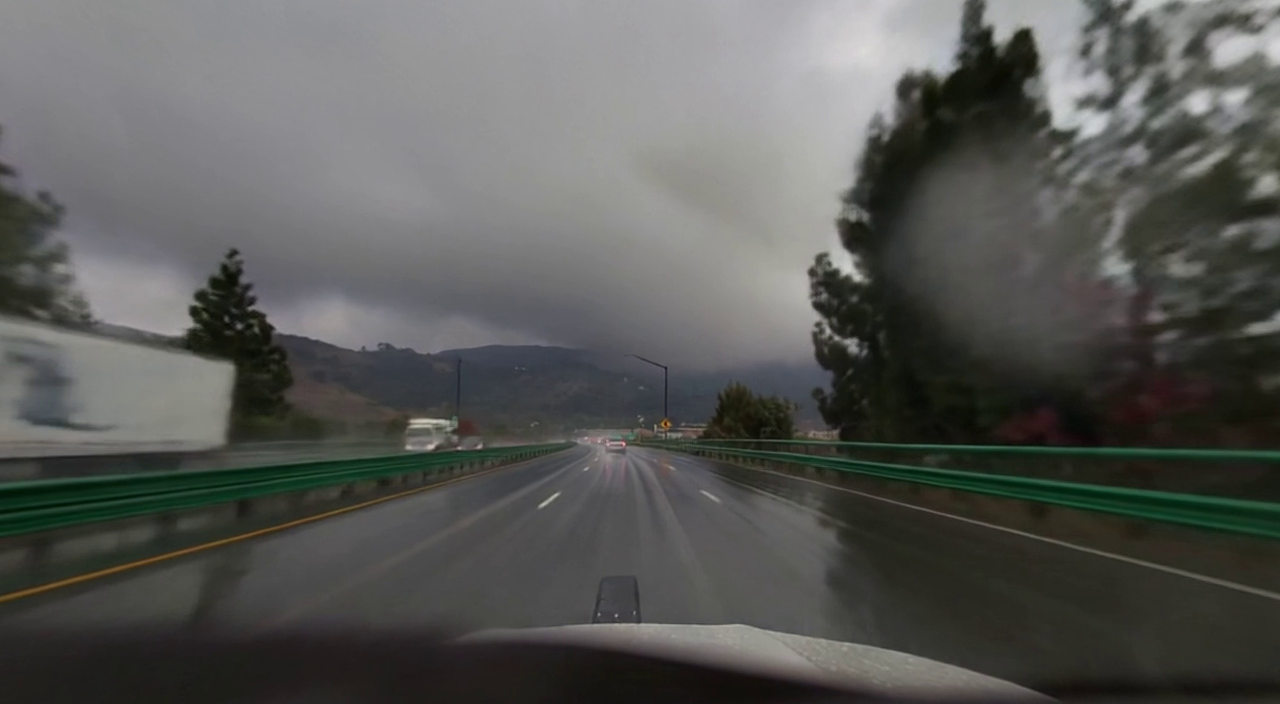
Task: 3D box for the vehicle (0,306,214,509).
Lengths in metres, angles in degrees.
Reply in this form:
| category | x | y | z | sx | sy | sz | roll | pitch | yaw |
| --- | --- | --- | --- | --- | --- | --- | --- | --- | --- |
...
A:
| category | x | y | z | sx | sy | sz | roll | pitch | yaw |
| --- | --- | --- | --- | --- | --- | --- | --- | --- | --- |
| vehicle | -14.519 | 1.012 | 11.935 | 2.894 | 4.120 | 14.675 | 0 | -8 | -1 |

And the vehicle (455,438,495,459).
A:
| category | x | y | z | sx | sy | sz | roll | pitch | yaw |
| --- | --- | --- | --- | --- | --- | --- | --- | --- | --- |
| vehicle | -12.104 | 7.111 | 46.494 | 1.978 | 1.484 | 3.953 | 0 | -8 | -2 |

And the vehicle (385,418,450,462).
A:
| category | x | y | z | sx | sy | sz | roll | pitch | yaw |
| --- | --- | --- | --- | --- | --- | --- | --- | --- | --- |
| vehicle | -15.335 | 6.132 | 43.859 | 2.351 | 2.742 | 6.509 | 0 | -8 | -2 |
